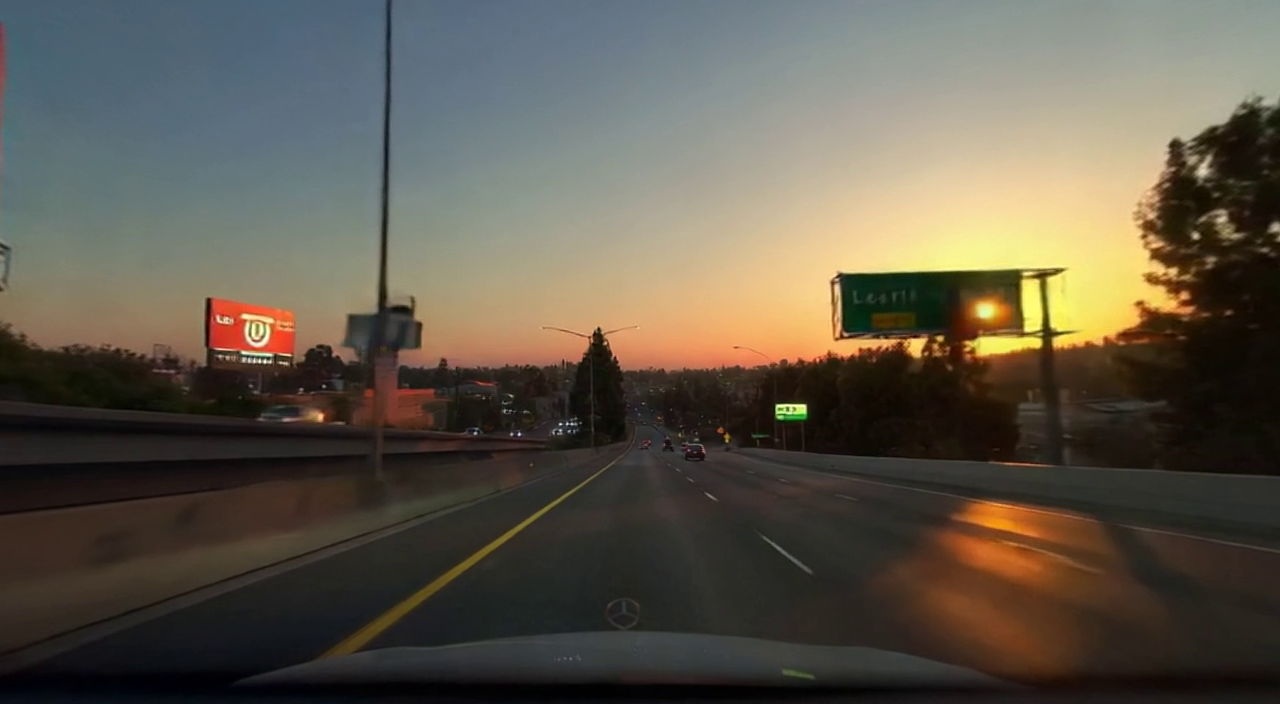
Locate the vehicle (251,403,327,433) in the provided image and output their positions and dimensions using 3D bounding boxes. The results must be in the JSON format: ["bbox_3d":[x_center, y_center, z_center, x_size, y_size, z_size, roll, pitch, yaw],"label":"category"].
[{"bbox_3d":[-20.846,4.005,37.709,1.865,1.546,4.501,0,-8,1],"label":"vehicle"}]
